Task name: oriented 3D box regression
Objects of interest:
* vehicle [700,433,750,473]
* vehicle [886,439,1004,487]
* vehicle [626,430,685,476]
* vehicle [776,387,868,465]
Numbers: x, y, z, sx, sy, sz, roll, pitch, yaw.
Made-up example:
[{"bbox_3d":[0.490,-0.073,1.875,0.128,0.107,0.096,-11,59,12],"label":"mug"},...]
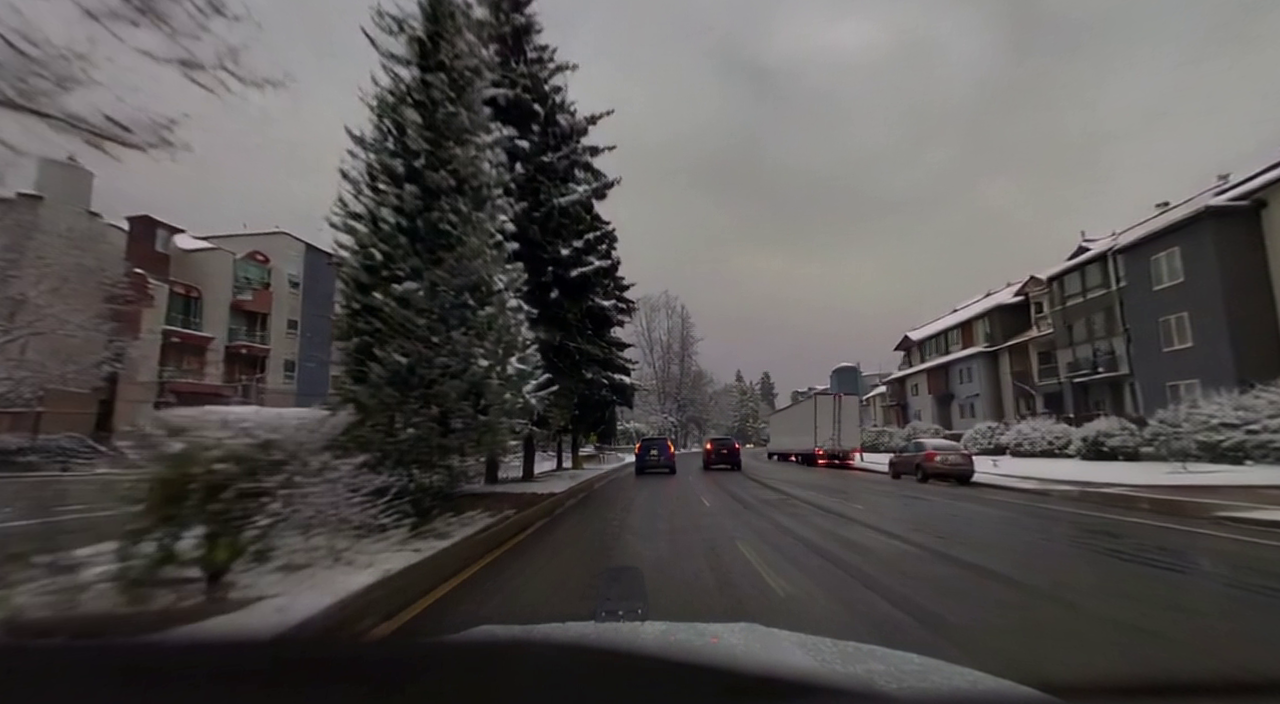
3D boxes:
[{"bbox_3d":[4.148,4.996,31.473,2.033,1.823,4.409,0,-9,2],"label":"vehicle"},{"bbox_3d":[10.576,3.873,22.401,1.901,1.496,4.948,0,-9,3],"label":"vehicle"},{"bbox_3d":[0.735,4.458,27.992,2.345,1.841,5.032,0,-9,3],"label":"vehicle"},{"bbox_3d":[12.172,5.509,44.480,2.854,4.374,17.734,-1,-9,5],"label":"vehicle"}]
